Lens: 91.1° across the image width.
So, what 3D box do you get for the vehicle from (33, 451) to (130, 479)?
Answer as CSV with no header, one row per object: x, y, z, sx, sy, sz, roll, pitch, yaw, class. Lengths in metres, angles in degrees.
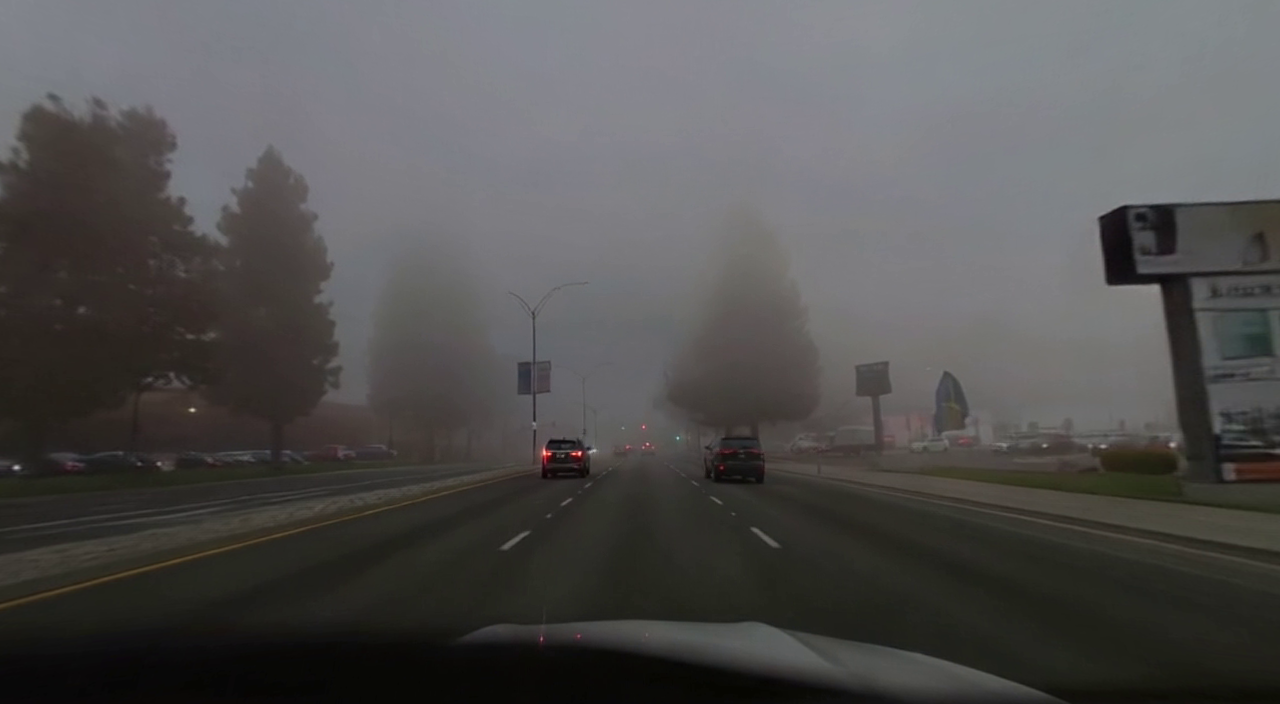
-36.704,7.394,41.440,2.124,1.713,4.465,0,-8,2,vehicle

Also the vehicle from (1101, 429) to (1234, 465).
27.189,4.927,32.502,4.699,1.608,2.379,-2,-9,-2,vehicle

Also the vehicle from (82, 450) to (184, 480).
-33.331,7.383,41.491,2.099,1.792,5.422,0,-8,1,vehicle

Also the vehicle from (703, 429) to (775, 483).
3.773,4.037,24.677,2.024,1.921,4.431,0,-8,-1,vehicle

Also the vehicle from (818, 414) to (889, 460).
16.522,6.785,49.155,2.919,3.125,7.218,2,-10,-1,vehicle

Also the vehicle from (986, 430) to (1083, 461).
29.541,6.995,47.116,5.686,2.220,2.112,0,-8,4,vehicle

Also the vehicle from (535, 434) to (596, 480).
-3.111,4.470,27.028,2.014,1.775,4.404,0,-8,1,vehicle
